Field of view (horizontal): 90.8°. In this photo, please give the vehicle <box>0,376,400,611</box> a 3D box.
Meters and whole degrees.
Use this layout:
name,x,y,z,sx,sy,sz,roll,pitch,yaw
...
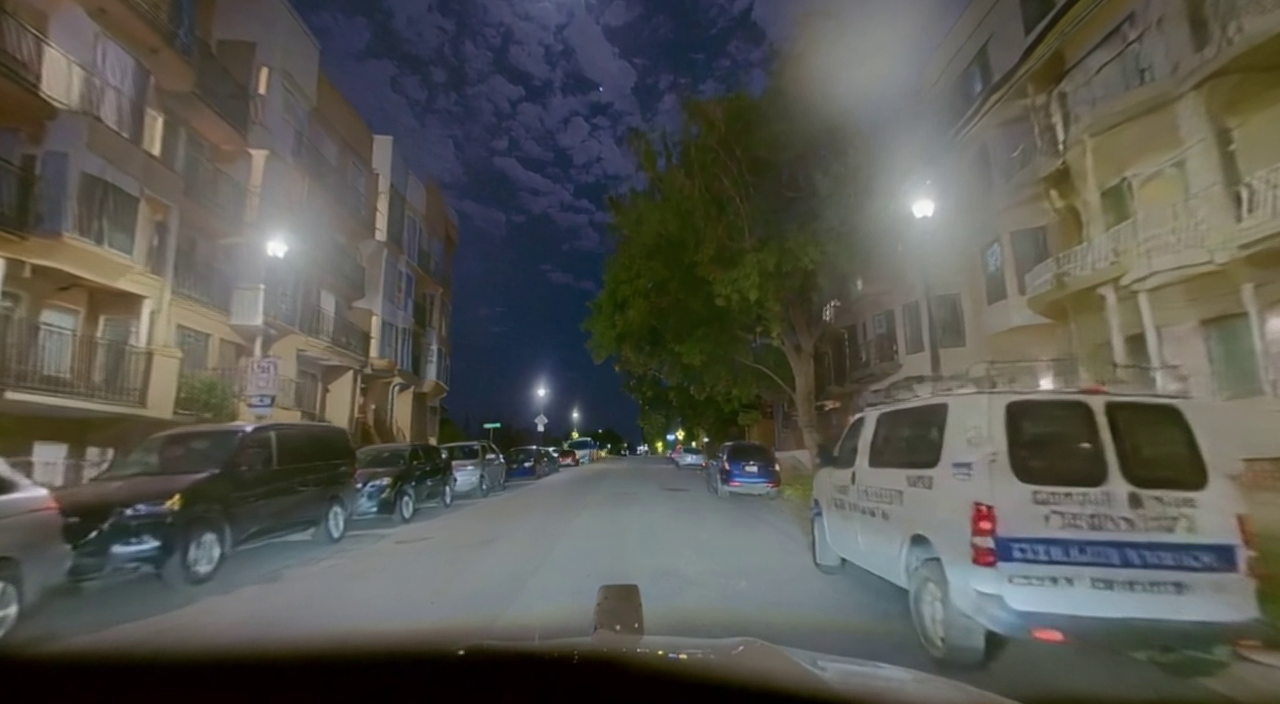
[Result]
name,x,y,z,sx,sy,sz,roll,pitch,yaw
vehicle,-5.444,1.723,8.660,2.196,2.059,5.748,-2,-9,-1

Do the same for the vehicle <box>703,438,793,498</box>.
name,x,y,z,sx,sy,sz,roll,pitch,yaw
vehicle,2.979,3.297,18.234,1.903,1.512,3.900,0,-9,0

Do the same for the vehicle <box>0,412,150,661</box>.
name,x,y,z,sx,sy,sz,roll,pitch,yaw
vehicle,-5.451,1.124,3.339,1.838,1.725,4.660,0,-9,2

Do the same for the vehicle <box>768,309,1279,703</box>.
name,x,y,z,sx,sy,sz,roll,pitch,yaw
vehicle,2.776,1.003,5.032,2.259,2.119,5.281,-1,-2,-2

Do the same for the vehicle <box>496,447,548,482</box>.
name,x,y,z,sx,sy,sz,roll,pitch,yaw
vehicle,-5.397,5.163,29.296,1.722,1.491,3.431,0,-9,0

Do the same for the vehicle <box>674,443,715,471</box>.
name,x,y,z,sx,sy,sz,roll,pitch,yaw
vehicle,3.068,6.038,36.320,1.835,1.490,4.134,0,-9,-2
